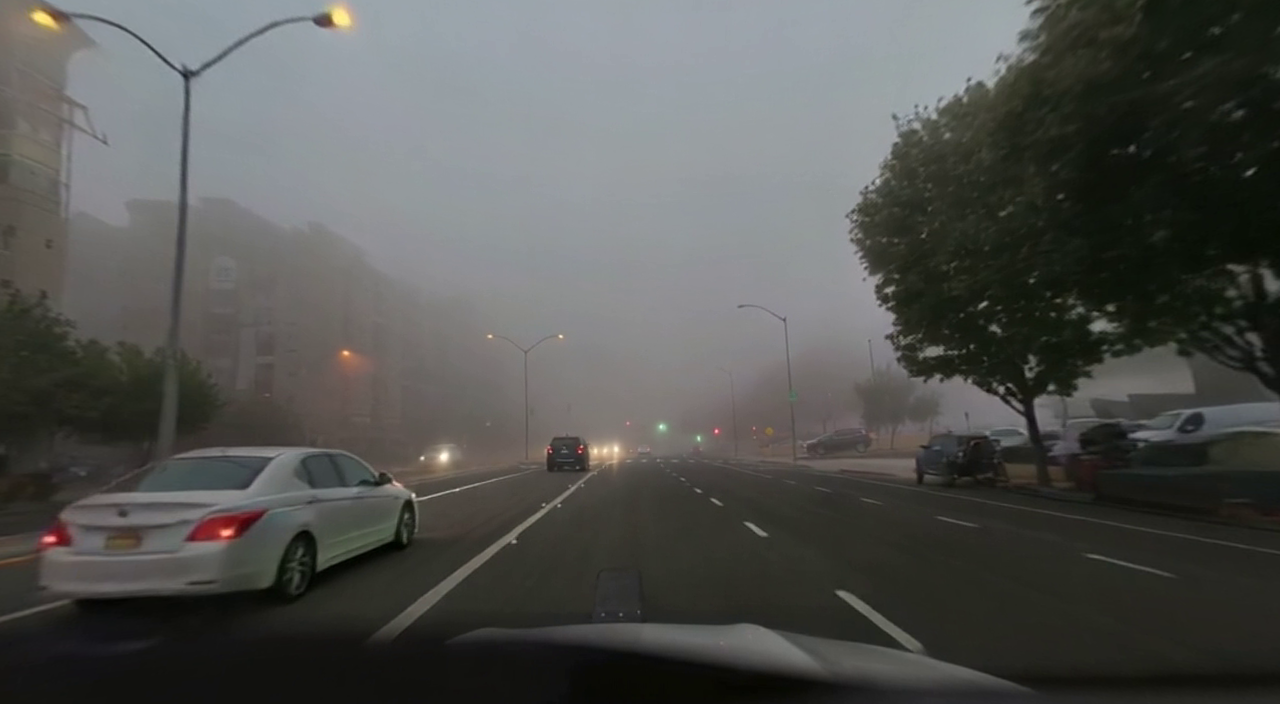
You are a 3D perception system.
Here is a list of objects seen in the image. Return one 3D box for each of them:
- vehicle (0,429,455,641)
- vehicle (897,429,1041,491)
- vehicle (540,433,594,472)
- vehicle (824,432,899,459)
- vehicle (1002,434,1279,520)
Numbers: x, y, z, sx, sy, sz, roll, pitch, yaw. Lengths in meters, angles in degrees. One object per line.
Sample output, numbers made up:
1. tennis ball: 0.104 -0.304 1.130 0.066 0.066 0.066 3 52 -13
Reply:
1. vehicle: -3.673 1.595 6.657 2.144 1.447 4.421 0 -8 -1
2. vehicle: 9.898 3.271 19.488 1.992 1.664 4.246 0 -8 -2
3. vehicle: -3.733 5.255 33.312 2.220 1.888 4.904 0 -8 1
4. vehicle: 15.096 6.409 43.262 4.399 1.722 2.202 -1 -8 9
5. vehicle: 9.947 2.433 12.974 2.045 1.418 4.869 0 -8 -1
